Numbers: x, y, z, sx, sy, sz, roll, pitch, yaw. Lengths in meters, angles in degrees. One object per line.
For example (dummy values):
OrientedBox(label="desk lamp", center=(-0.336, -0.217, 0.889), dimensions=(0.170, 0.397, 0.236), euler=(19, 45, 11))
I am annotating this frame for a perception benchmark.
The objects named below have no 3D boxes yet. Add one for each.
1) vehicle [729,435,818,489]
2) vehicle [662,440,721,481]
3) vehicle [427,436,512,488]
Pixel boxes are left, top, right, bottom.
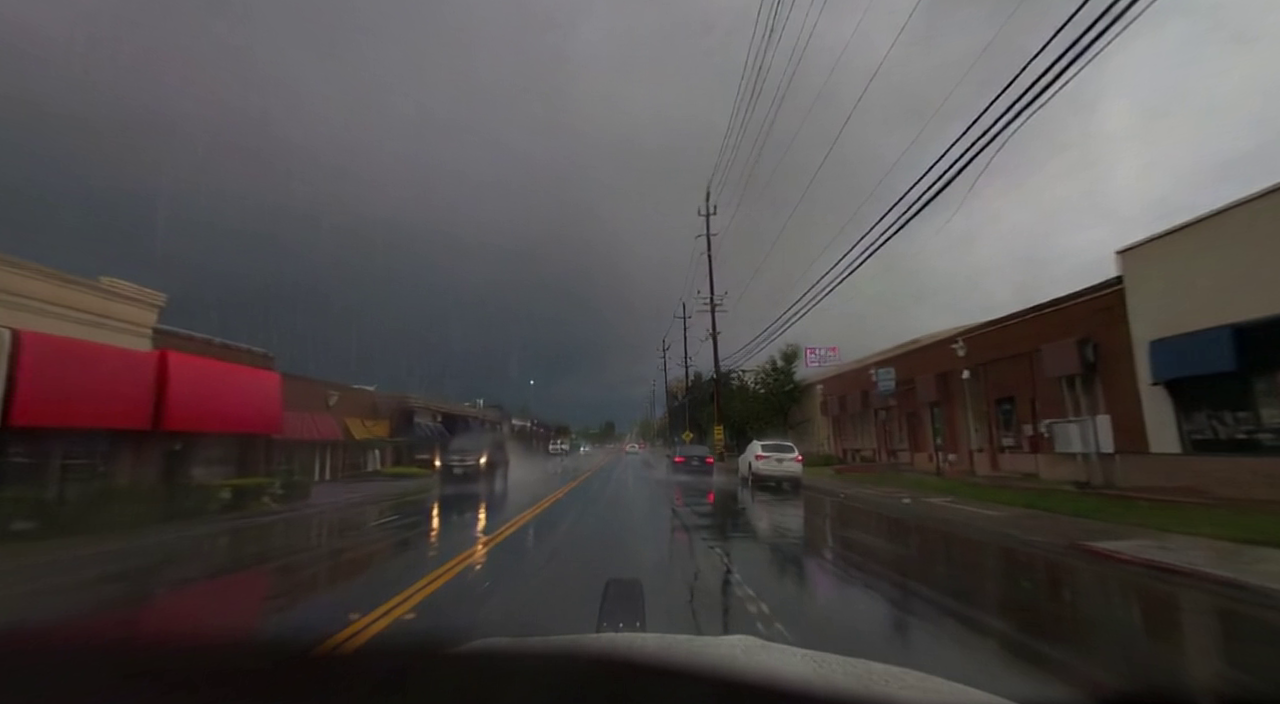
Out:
OrientedBox(label="vehicle", center=(4.895, 4.129, 24.060), dimensions=(2.143, 1.788, 5.388), euler=(0, -8, -1))
OrientedBox(label="vehicle", center=(1.968, 4.292, 25.223), dimensions=(1.975, 1.497, 3.647), euler=(0, -8, -1))
OrientedBox(label="vehicle", center=(-6.398, 4.162, 24.258), dimensions=(2.037, 1.777, 4.407), euler=(0, -8, 0))
